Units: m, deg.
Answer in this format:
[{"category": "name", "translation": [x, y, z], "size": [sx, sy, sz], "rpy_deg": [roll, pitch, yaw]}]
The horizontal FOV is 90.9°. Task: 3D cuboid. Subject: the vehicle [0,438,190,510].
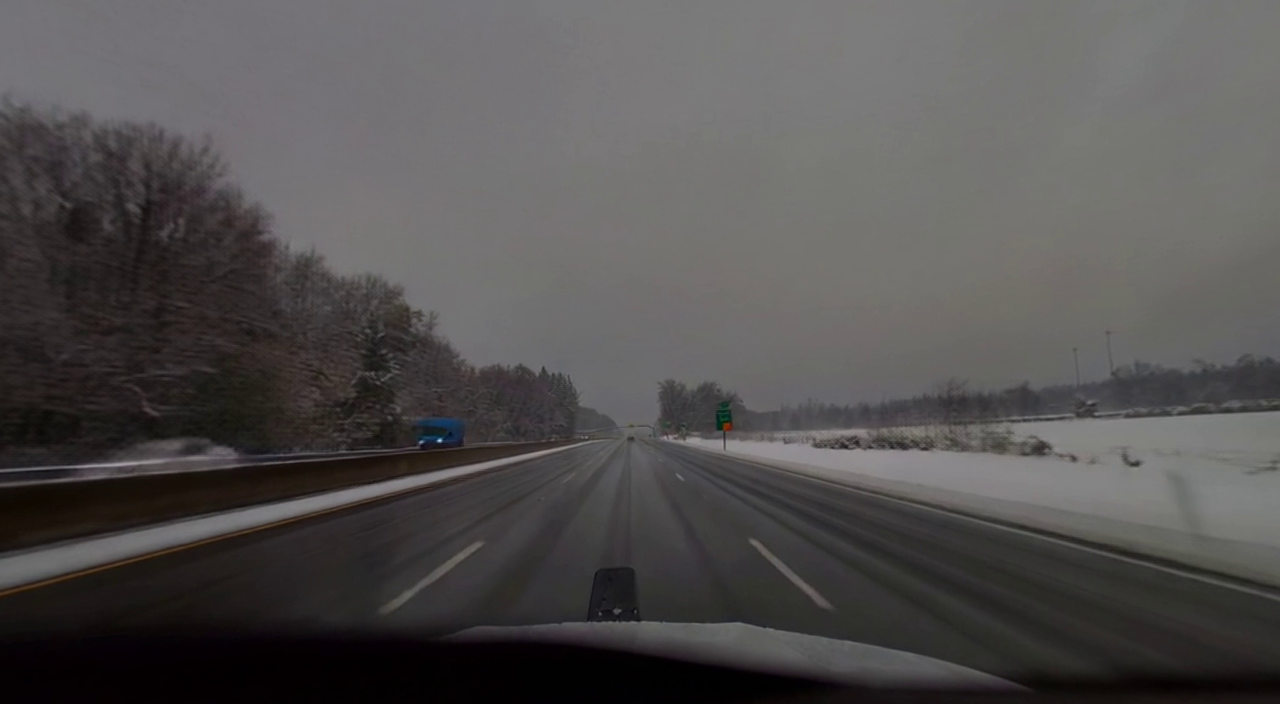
[{"category": "vehicle", "translation": [-12.565, 2.705, 14.523], "size": [1.671, 1.412, 3.718], "rpy_deg": [0, -8, -2]}]
